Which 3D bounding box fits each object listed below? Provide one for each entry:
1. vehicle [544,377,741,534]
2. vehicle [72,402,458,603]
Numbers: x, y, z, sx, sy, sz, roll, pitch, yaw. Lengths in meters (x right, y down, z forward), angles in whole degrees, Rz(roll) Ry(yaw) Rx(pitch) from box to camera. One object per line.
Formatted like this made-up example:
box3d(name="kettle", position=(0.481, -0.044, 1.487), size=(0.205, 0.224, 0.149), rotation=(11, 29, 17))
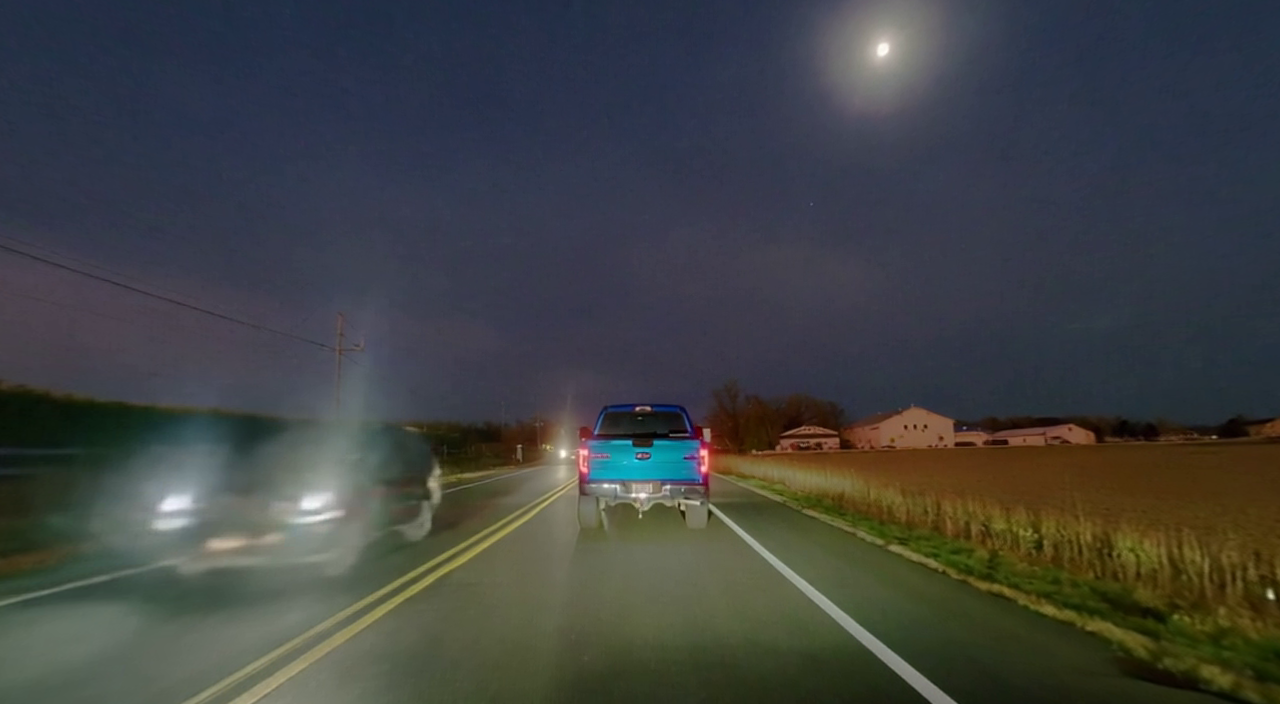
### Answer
box3d(name="vehicle", position=(-0.038, 2.073, 13.102), size=(2.912, 2.320, 7.292), rotation=(0, -8, -1))
box3d(name="vehicle", position=(-3.886, 1.625, 7.692), size=(2.051, 1.735, 4.259), rotation=(0, -8, 0))
